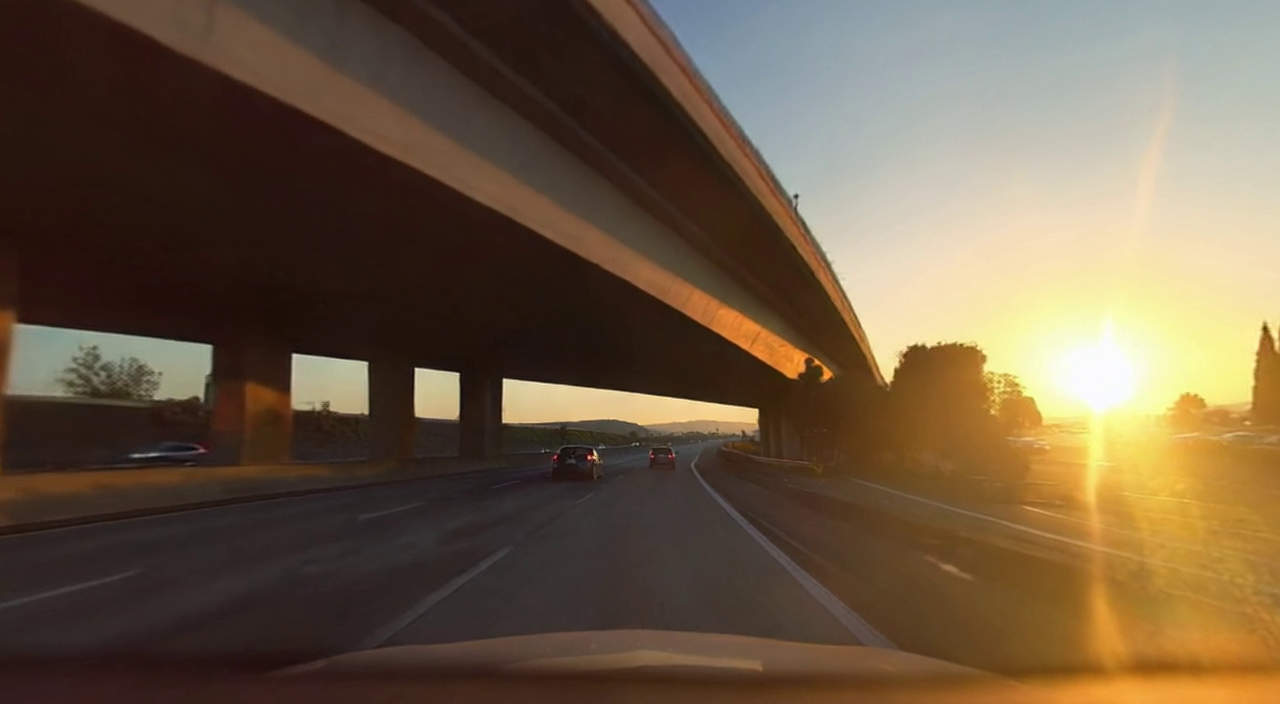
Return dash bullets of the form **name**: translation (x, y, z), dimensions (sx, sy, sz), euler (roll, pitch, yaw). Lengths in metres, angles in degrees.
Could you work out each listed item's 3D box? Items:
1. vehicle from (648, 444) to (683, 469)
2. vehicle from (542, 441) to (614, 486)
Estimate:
- **vehicle**: translation (1.658, 6.811, 41.265), dimensions (2.129, 1.502, 4.321), euler (-1, -9, 2)
- **vehicle**: translation (-2.295, 4.278, 24.544), dimensions (2.129, 1.563, 4.387), euler (-1, -9, 3)
